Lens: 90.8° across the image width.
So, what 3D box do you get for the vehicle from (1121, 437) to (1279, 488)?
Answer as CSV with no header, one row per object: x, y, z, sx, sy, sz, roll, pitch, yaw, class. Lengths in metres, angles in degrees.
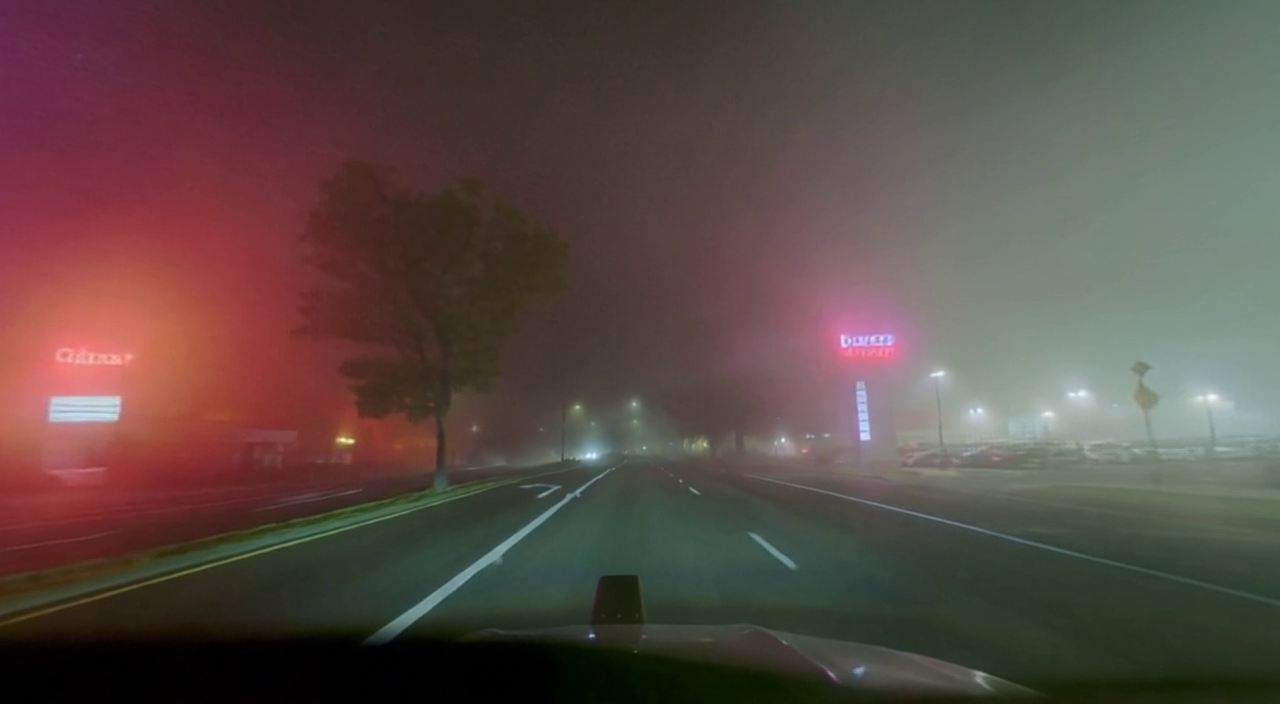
18.654,3.580,20.739,1.846,1.466,4.679,0,-9,-3,vehicle

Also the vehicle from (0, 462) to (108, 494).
-27.194,5.725,28.784,4.282,1.296,1.914,-2,-10,4,vehicle

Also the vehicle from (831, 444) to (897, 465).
17.115,7.831,48.441,4.324,1.536,1.947,0,-9,-1,vehicle

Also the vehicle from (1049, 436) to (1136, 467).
28.047,6.196,39.361,1.931,1.784,4.813,0,-9,2,vehicle

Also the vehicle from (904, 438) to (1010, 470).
17.985,5.827,36.031,4.935,1.753,1.958,0,-9,1,vehicle
